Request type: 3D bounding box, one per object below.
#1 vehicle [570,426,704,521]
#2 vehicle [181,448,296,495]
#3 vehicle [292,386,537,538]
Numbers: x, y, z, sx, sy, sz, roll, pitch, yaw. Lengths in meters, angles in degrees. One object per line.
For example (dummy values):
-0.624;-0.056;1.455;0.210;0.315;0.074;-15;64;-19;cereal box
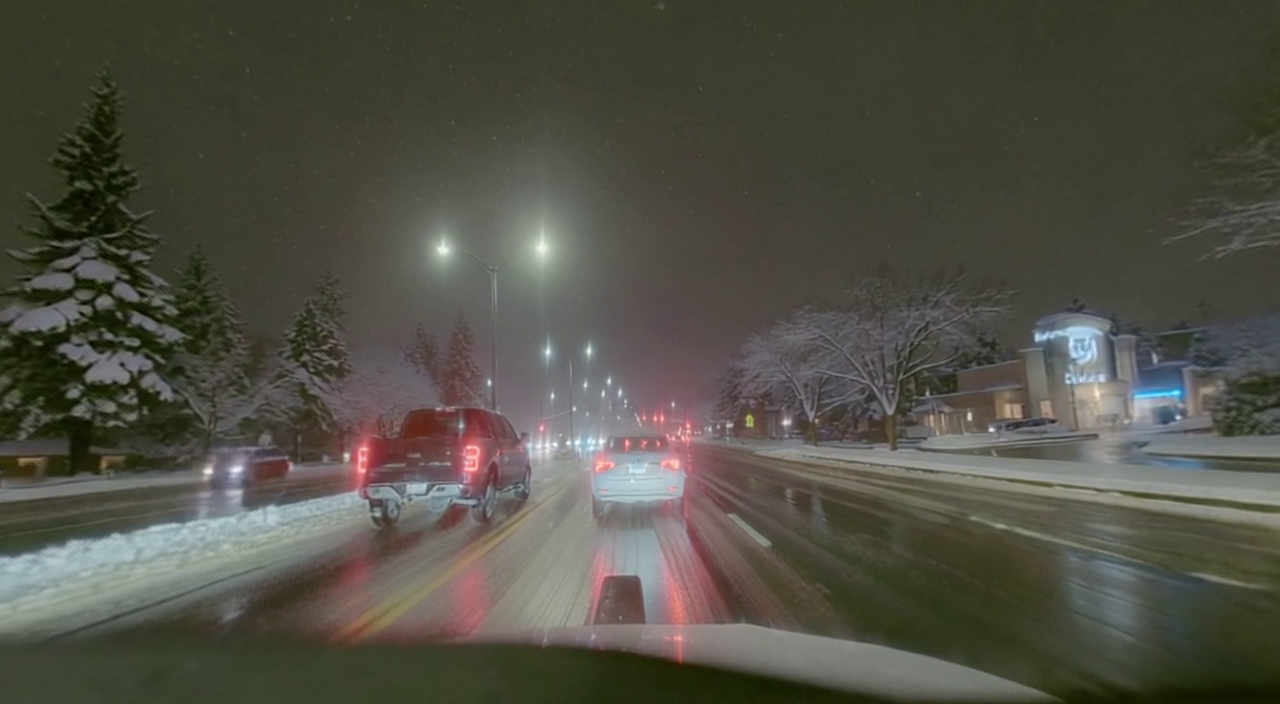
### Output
-0.116;2.224;12.075;2.126;1.475;3.967;0;-8;-2;vehicle
-14.391;4.261;22.951;1.737;1.498;3.854;0;-8;-2;vehicle
-3.427;1.854;11.157;2.301;1.985;5.531;0;-8;0;vehicle
